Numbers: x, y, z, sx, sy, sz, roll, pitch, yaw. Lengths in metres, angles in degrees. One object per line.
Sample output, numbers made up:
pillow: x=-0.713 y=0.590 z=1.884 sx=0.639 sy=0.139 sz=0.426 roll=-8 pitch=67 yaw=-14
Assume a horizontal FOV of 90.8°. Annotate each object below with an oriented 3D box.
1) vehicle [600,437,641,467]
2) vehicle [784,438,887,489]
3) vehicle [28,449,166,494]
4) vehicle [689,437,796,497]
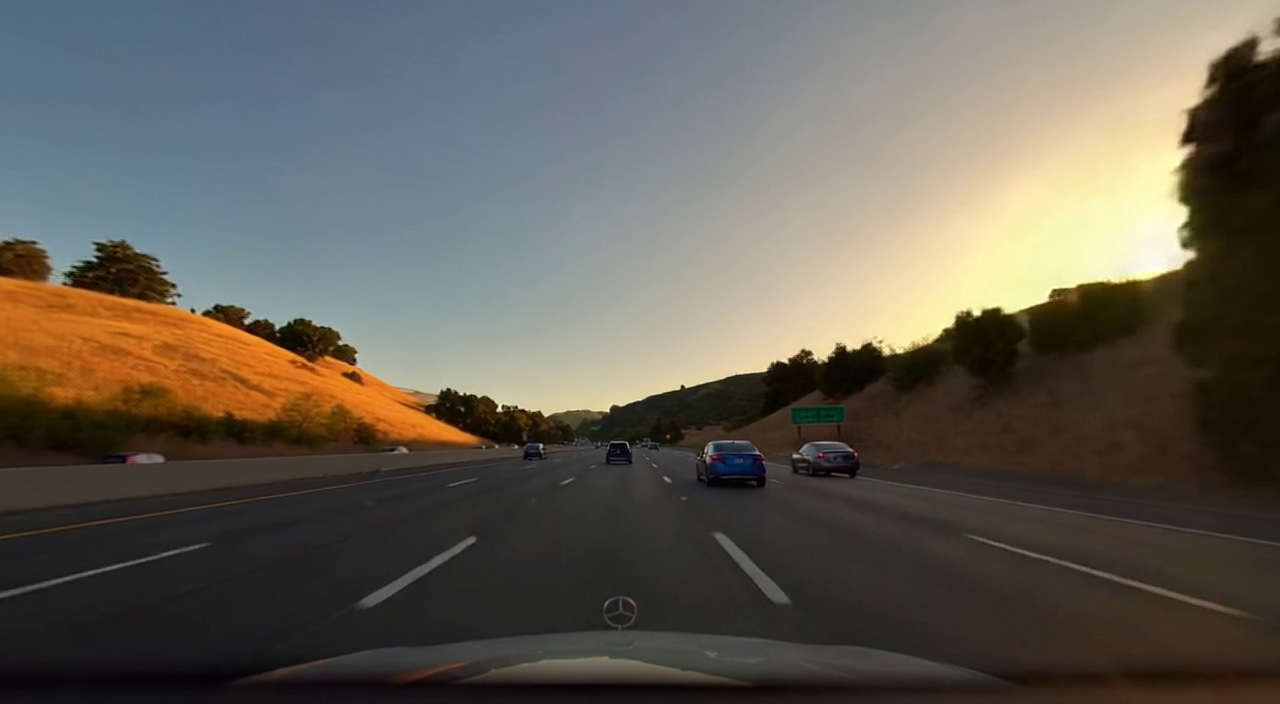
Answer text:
vehicle: x=-1.113 y=5.934 z=37.546 sx=2.277 sy=1.675 sz=4.023 roll=0 pitch=-8 yaw=-1
vehicle: x=6.195 y=3.569 z=20.585 sx=1.845 sy=1.452 sz=4.352 roll=0 pitch=-8 yaw=-2
vehicle: x=-25.966 y=5.693 z=30.525 sx=2.390 sy=1.856 sz=4.803 roll=1 pitch=-8 yaw=0
vehicle: x=2.781 y=3.237 z=18.338 sx=2.120 sy=1.492 sz=4.734 roll=0 pitch=-8 yaw=-2
